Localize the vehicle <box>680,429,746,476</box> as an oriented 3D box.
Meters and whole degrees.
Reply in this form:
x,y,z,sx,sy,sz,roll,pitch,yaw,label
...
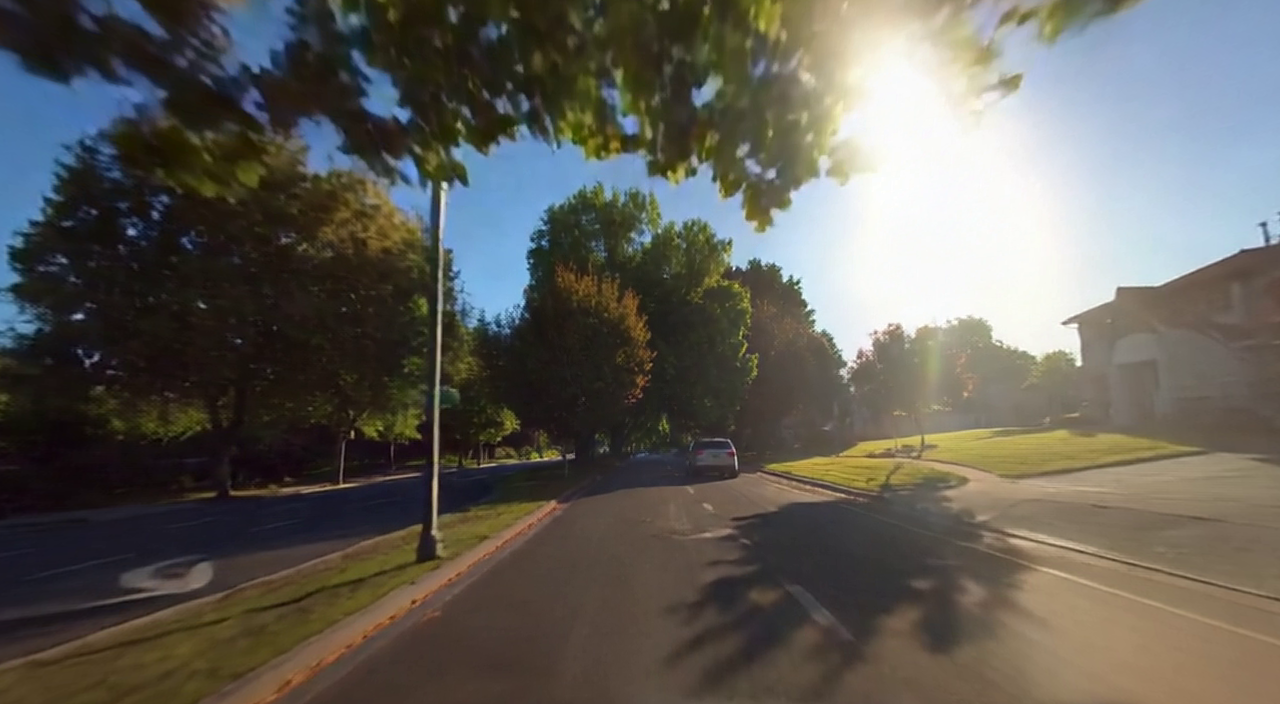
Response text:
x,y,z,sx,sy,sz,roll,pitch,yaw,label
2.967,4.227,26.646,2.180,1.773,4.639,0,-8,0,vehicle
